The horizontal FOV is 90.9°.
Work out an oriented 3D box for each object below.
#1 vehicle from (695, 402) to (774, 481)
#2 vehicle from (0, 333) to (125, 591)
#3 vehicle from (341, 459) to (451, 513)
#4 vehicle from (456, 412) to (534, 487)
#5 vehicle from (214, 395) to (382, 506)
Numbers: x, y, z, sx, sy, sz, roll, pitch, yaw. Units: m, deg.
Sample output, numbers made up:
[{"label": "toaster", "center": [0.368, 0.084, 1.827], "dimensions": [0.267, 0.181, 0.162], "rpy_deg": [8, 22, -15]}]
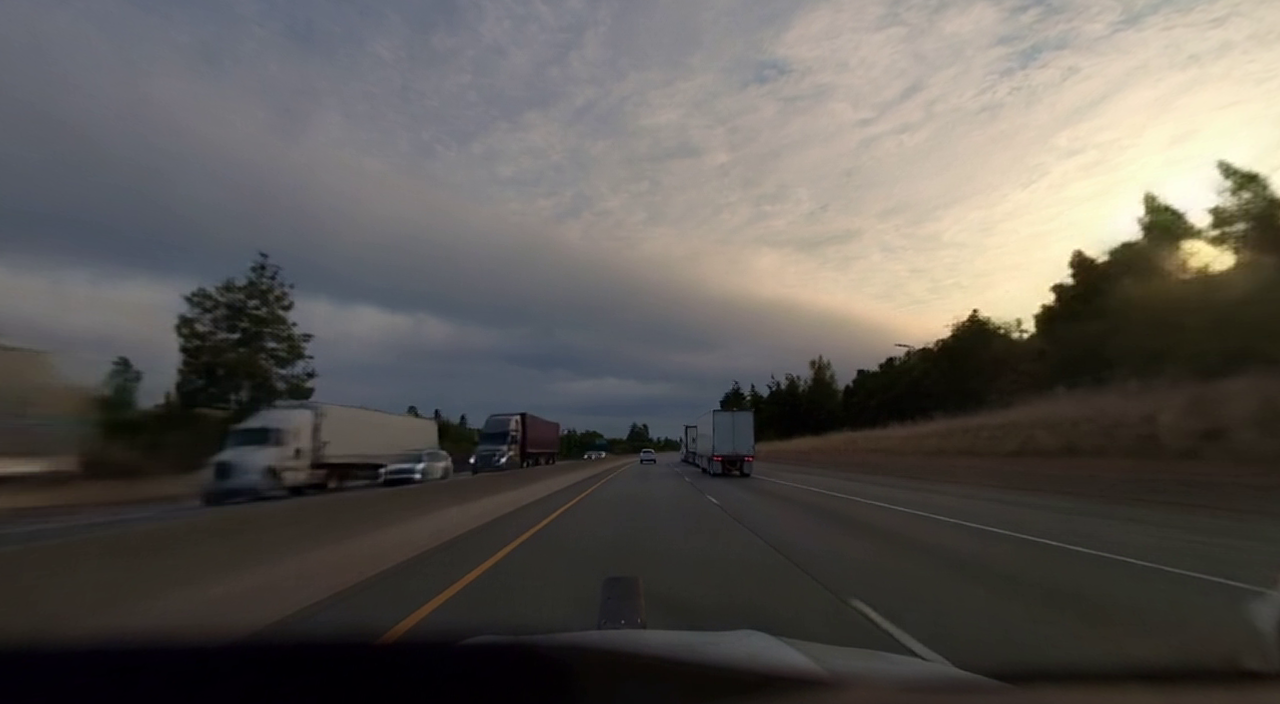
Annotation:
[{"label": "vehicle", "center": [4.842, 5.006, 34.787], "dimensions": [2.866, 3.558, 11.674], "rpy_deg": [0, -9, 2]}, {"label": "vehicle", "center": [-10.484, 1.115, 6.082], "dimensions": [2.952, 3.538, 9.079], "rpy_deg": [-1, -9, 3]}, {"label": "vehicle", "center": [-8.109, 4.467, 21.453], "dimensions": [1.952, 1.579, 4.290], "rpy_deg": [0, -9, 1]}, {"label": "vehicle", "center": [-8.221, 5.647, 36.570], "dimensions": [3.016, 3.937, 5.836], "rpy_deg": [0, -9, 1]}, {"label": "vehicle", "center": [-12.925, 3.822, 24.620], "dimensions": [2.908, 3.778, 6.092], "rpy_deg": [0, -9, 1]}]
